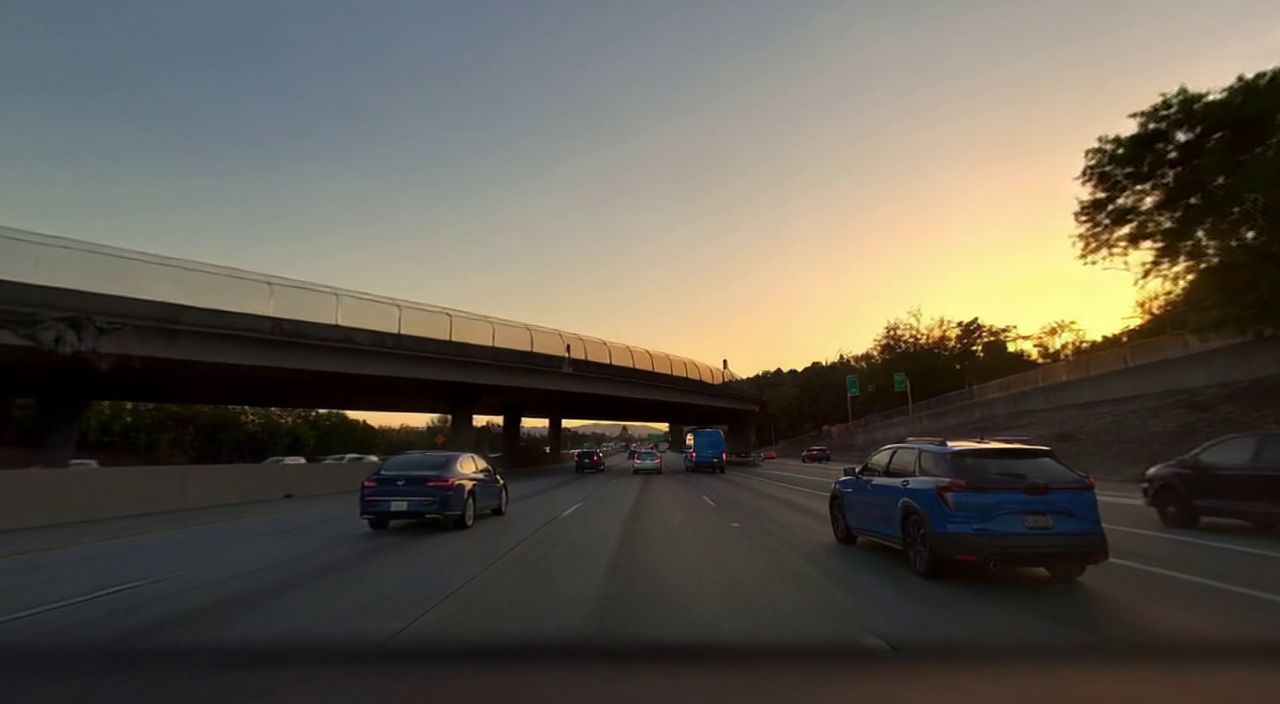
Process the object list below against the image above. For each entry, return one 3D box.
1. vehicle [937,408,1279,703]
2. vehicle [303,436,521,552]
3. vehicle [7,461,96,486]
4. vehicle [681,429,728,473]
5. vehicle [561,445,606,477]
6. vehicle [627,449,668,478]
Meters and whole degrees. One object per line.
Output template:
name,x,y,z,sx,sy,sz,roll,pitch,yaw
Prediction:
vehicle,4.179,1.237,4.311,2.085,1.558,4.466,0,-8,0
vehicle,-3.521,2.254,10.709,2.137,1.562,3.926,-1,-8,2
vehicle,-40.699,8.417,43.802,1.705,1.481,4.599,0,-8,1
vehicle,4.243,6.666,42.659,2.436,2.745,6.607,0,-8,0
vehicle,-3.249,6.374,37.146,2.078,1.706,4.298,-1,-8,2
vehicle,0.399,6.152,35.021,2.174,1.467,4.005,0,-8,0
